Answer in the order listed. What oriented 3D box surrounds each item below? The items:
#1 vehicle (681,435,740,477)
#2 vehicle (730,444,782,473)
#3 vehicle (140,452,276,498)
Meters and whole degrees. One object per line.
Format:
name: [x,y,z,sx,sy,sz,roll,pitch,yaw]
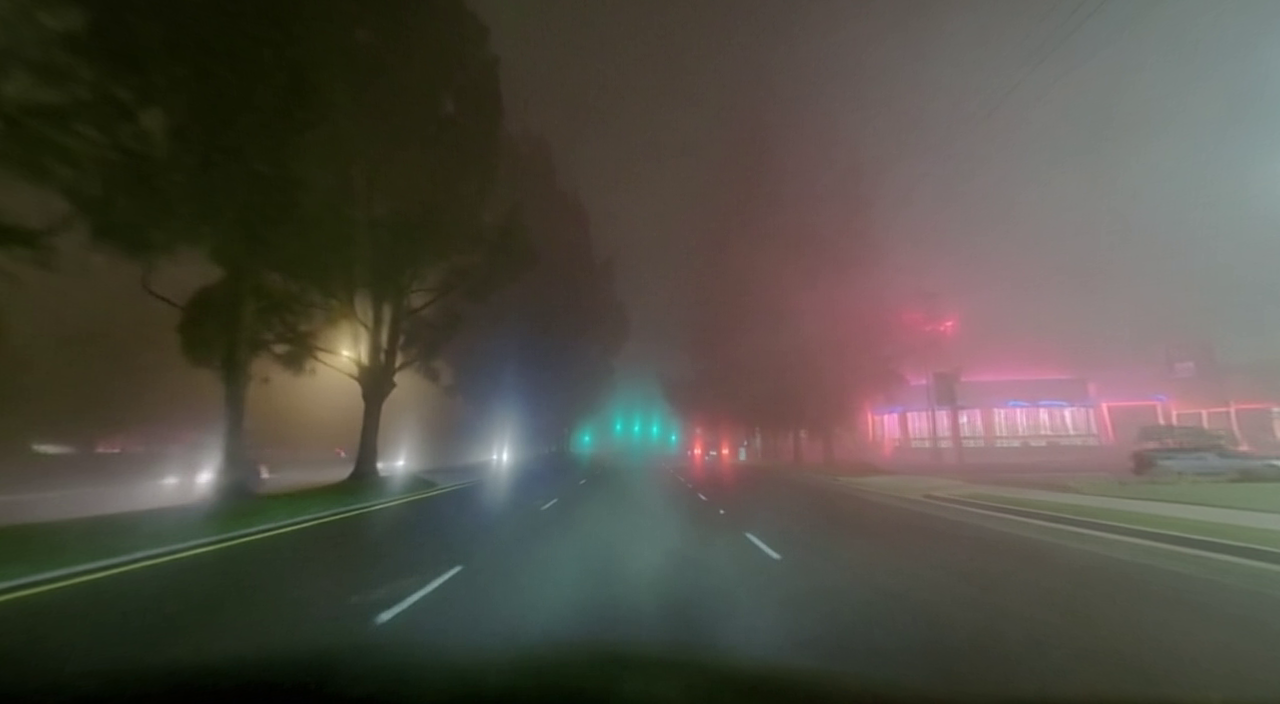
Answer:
vehicle: [3.113,4.718,28.770,2.083,1.743,4.354,0,-8,-1]
vehicle: [6.571,6.050,36.158,1.948,1.526,4.641,0,-8,-2]
vehicle: [-15.832,4.501,23.413,1.971,1.475,4.318,0,-8,0]
